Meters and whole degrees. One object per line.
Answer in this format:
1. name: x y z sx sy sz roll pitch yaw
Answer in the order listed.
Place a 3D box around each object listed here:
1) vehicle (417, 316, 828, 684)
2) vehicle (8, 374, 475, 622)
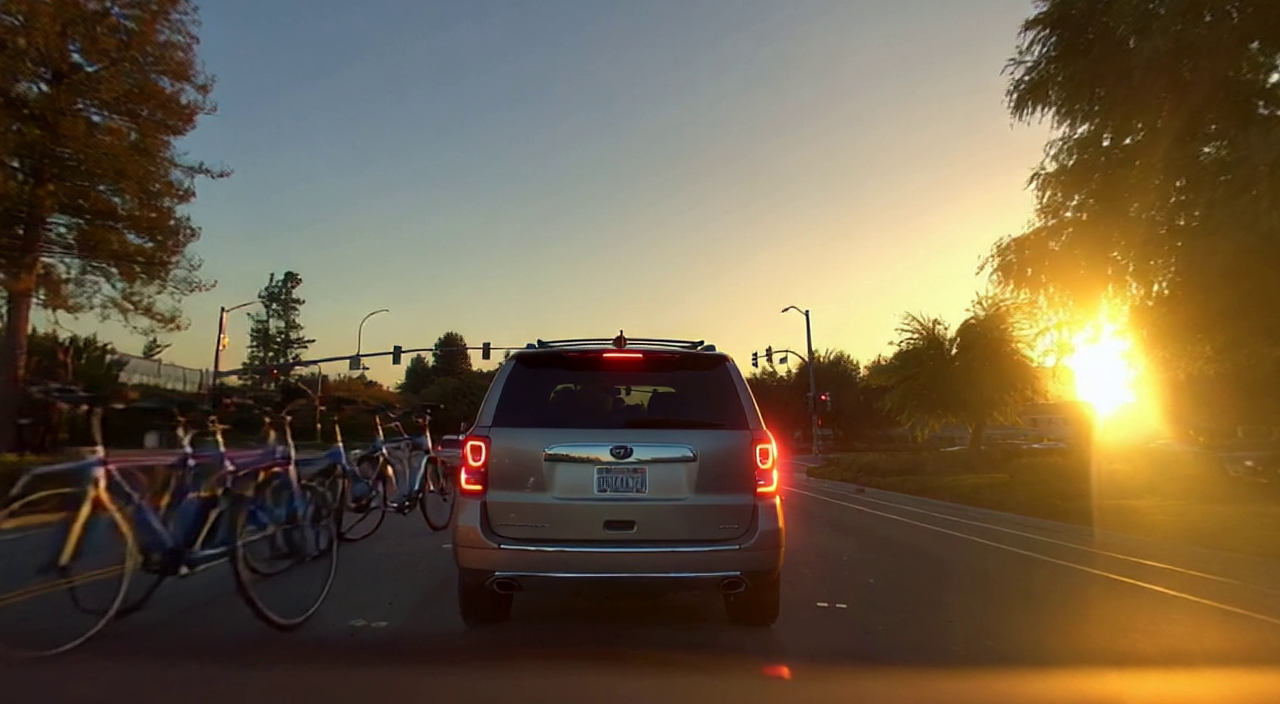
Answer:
1. vehicle: -0.226 1.158 5.993 2.333 2.087 4.586 0 -8 -4
2. vehicle: -3.721 1.503 7.588 2.337 1.858 5.409 0 -8 -4
